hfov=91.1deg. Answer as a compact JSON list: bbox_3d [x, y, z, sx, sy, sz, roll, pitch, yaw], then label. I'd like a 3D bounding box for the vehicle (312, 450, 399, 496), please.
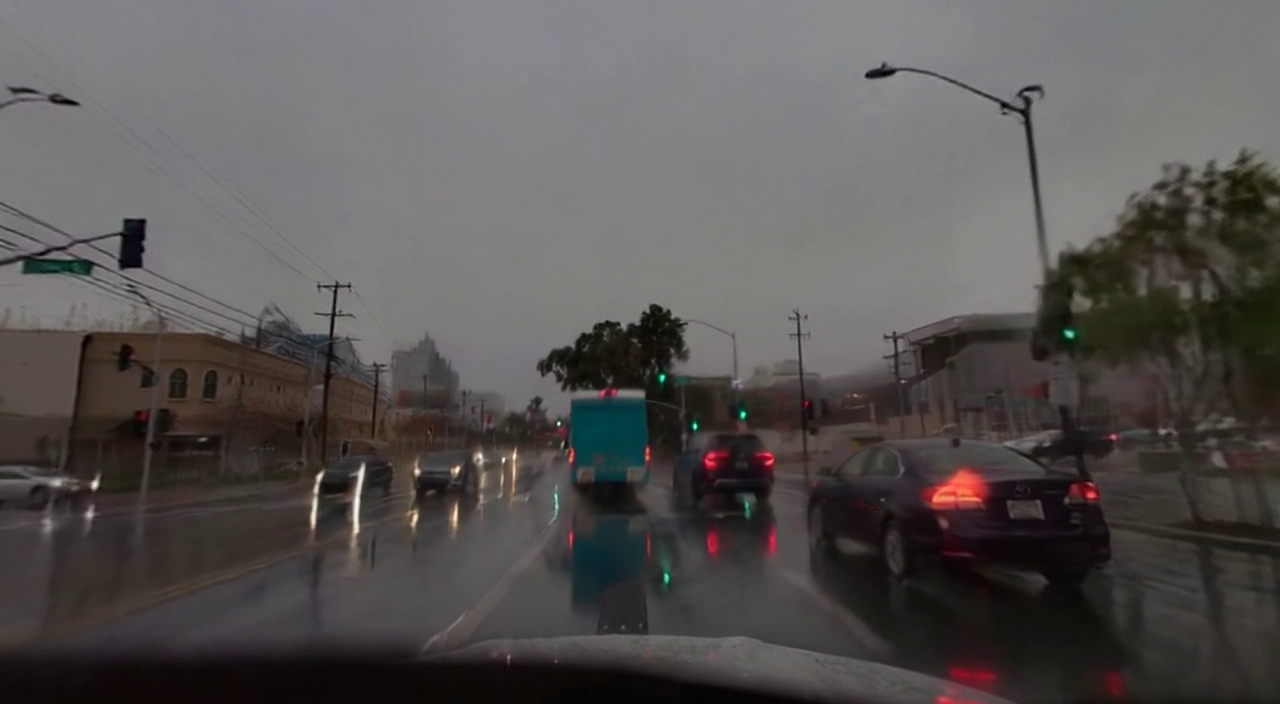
[{"bbox_3d":[-11.537,4.890,25.786,1.959,1.636,4.159,1,-8,-6],"label":"vehicle"}]

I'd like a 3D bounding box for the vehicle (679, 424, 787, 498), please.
[{"bbox_3d":[2.657,3.312,19.543,2.157,1.944,5.423,0,-8,-4],"label":"vehicle"}]

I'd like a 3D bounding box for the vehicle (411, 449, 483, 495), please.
[{"bbox_3d":[-7.222,4.506,23.928,1.878,1.540,3.939,1,-8,-6],"label":"vehicle"}]

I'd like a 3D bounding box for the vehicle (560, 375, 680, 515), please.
[{"bbox_3d":[-0.750,2.411,16.452,2.517,2.926,6.177,1,-8,-6],"label":"vehicle"}]

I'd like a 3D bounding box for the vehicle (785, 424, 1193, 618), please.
[{"bbox_3d":[3.309,1.675,7.333,1.978,1.507,4.636,0,-8,-2],"label":"vehicle"}]

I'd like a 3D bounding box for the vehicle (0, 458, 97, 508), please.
[{"bbox_3d":[-21.681,4.422,21.452,4.585,1.533,1.996,-1,-8,6],"label":"vehicle"}]
